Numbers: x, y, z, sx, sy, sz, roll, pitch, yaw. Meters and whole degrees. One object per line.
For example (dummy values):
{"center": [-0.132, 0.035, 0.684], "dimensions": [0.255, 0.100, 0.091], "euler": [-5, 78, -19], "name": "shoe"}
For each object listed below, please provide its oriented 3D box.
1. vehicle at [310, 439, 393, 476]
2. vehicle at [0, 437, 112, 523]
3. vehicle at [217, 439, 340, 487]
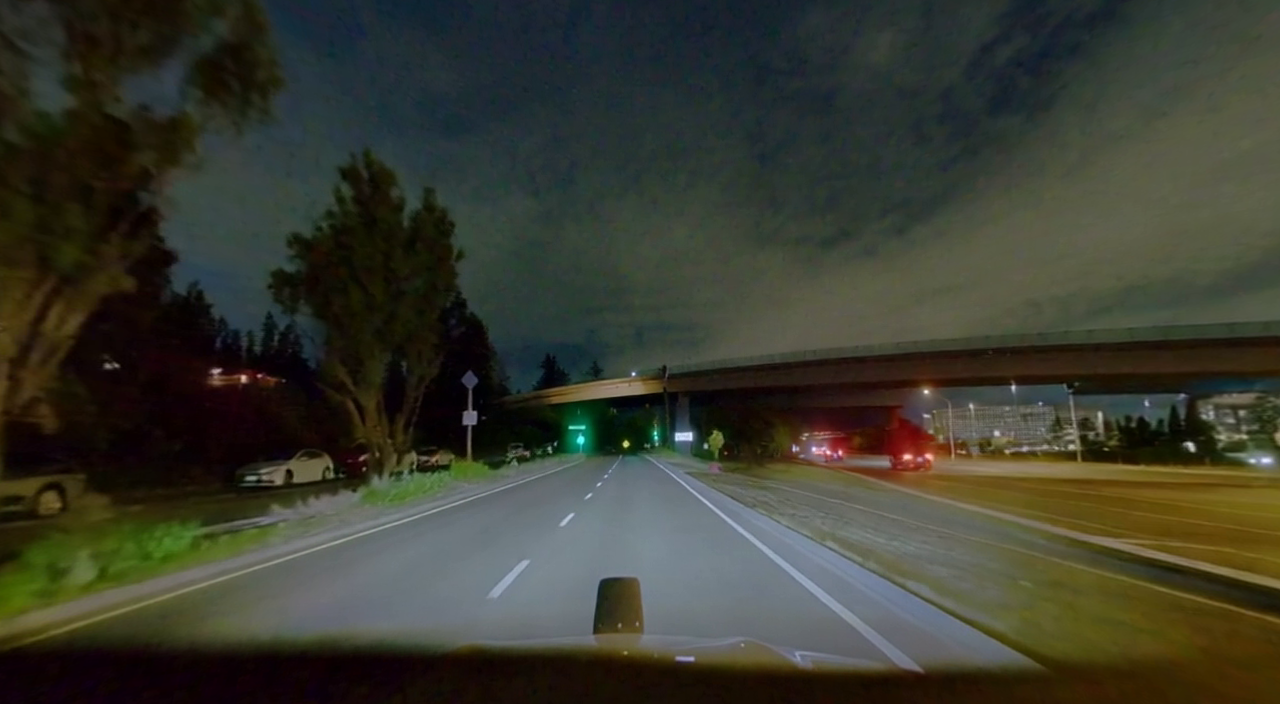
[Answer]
{"center": [-13.335, 4.909, 29.535], "dimensions": [1.961, 1.576, 4.131], "euler": [0, -8, -1], "name": "vehicle"}
{"center": [-12.931, 2.367, 11.610], "dimensions": [2.074, 1.529, 5.079], "euler": [1, -8, 0], "name": "vehicle"}
{"center": [-13.044, 4.006, 23.196], "dimensions": [1.907, 1.553, 4.683], "euler": [0, -8, -2], "name": "vehicle"}
